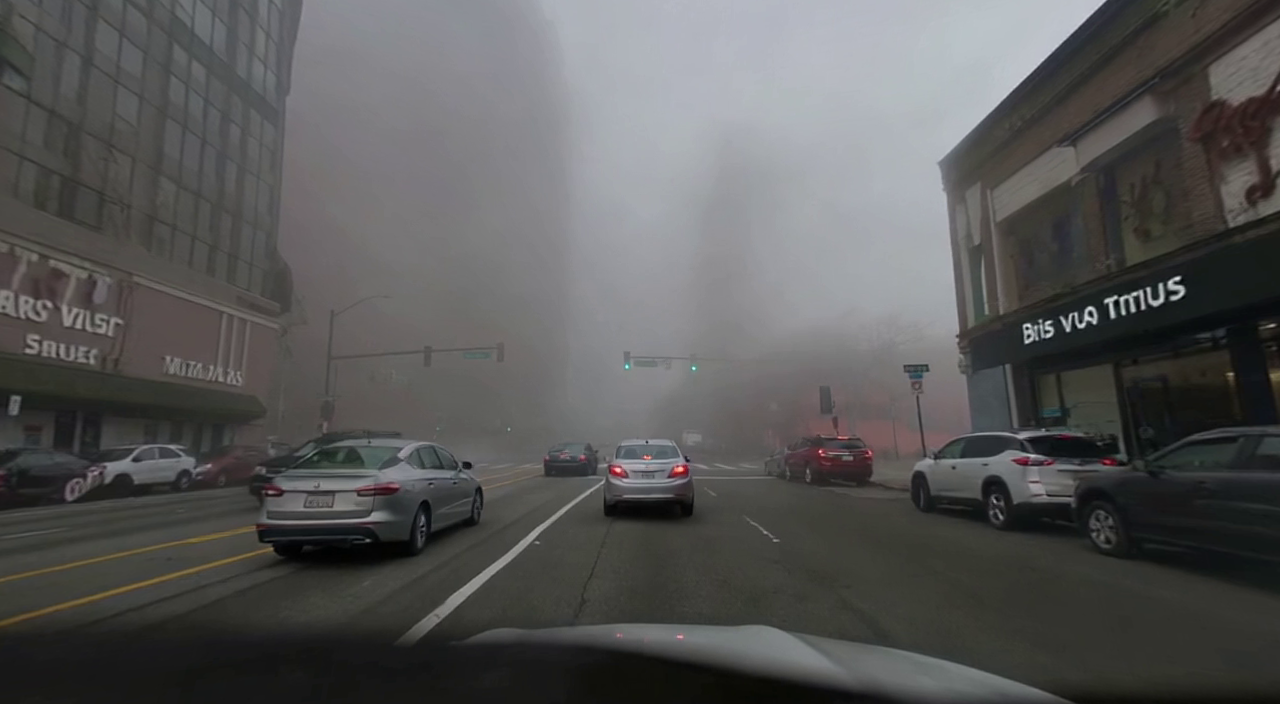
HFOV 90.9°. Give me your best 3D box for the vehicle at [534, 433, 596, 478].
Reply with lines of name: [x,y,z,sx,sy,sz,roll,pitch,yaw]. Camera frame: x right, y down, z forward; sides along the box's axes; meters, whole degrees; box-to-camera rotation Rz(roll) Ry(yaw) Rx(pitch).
vehicle: [-3.055,4.329,26.584,2.007,1.736,4.185,0,-9,1]

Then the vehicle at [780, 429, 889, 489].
vehicle: [6.680,3.751,22.424,2.289,1.867,5.322,0,-9,1]

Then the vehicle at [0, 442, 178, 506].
vehicle: [-17.240,3.744,19.850,1.817,1.754,4.622,0,-9,0]

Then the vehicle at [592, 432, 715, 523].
vehicle: [0.209,2.394,12.560,2.037,1.484,4.073,0,-9,0]

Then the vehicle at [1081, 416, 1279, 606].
vehicle: [6.605,1.427,5.732,1.915,1.655,4.515,0,-9,0]

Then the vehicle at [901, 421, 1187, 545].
vehicle: [6.675,2.193,11.229,1.986,1.722,4.516,0,-9,-2]

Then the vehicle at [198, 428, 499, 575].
vehicle: [-3.417,1.821,8.506,1.950,1.450,4.257,0,-9,1]
